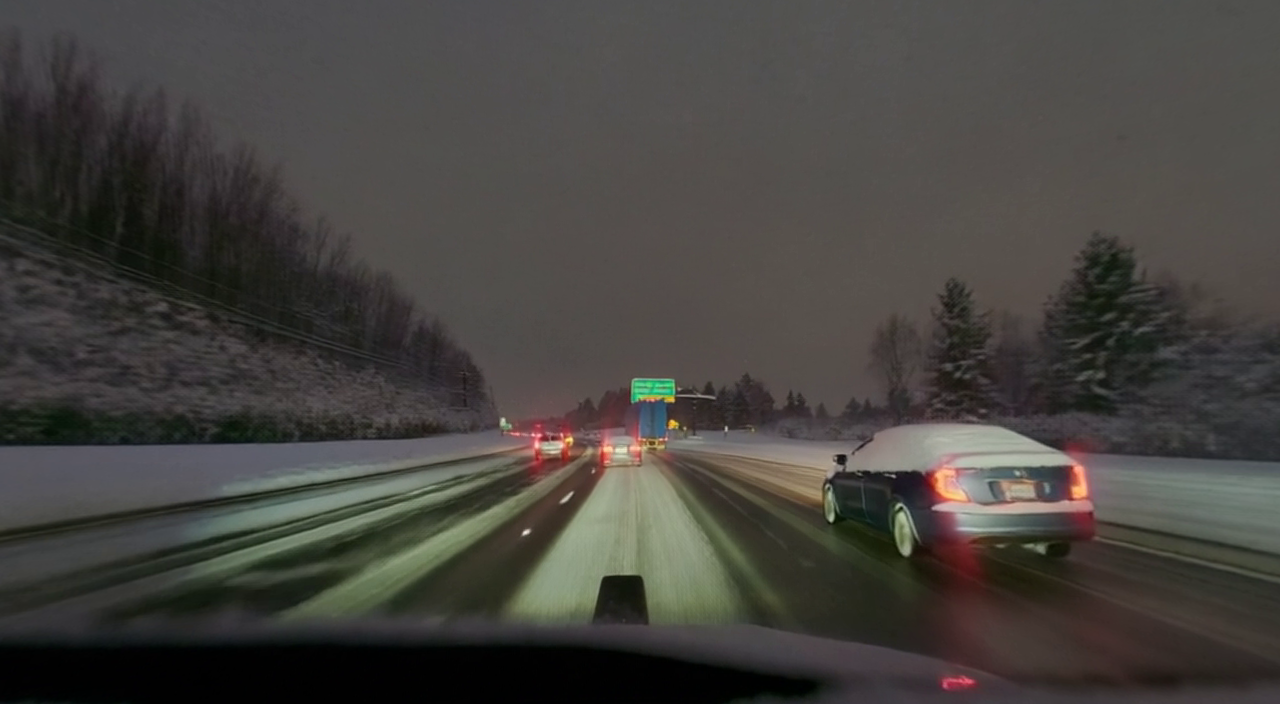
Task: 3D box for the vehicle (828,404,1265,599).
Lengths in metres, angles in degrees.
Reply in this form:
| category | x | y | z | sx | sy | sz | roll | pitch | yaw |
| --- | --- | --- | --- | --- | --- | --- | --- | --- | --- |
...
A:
| category | x | y | z | sx | sy | sz | roll | pitch | yaw |
| --- | --- | --- | --- | --- | --- | --- | --- | --- | --- |
| vehicle | 3.777 | 1.468 | 7.053 | 1.971 | 1.472 | 4.301 | 0 | -8 | 0 |

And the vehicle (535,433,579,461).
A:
| category | x | y | z | sx | sy | sz | roll | pitch | yaw |
| --- | --- | --- | --- | --- | --- | --- | --- | --- | --- |
| vehicle | -4.738 | 5.490 | 36.535 | 2.072 | 1.512 | 4.043 | 0 | -9 | -2 |

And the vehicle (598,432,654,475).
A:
| category | x | y | z | sx | sy | sz | roll | pitch | yaw |
| --- | --- | --- | --- | --- | --- | --- | --- | --- | --- |
| vehicle | -0.581 | 3.934 | 24.684 | 2.020 | 1.516 | 3.951 | 0 | -9 | -2 |
